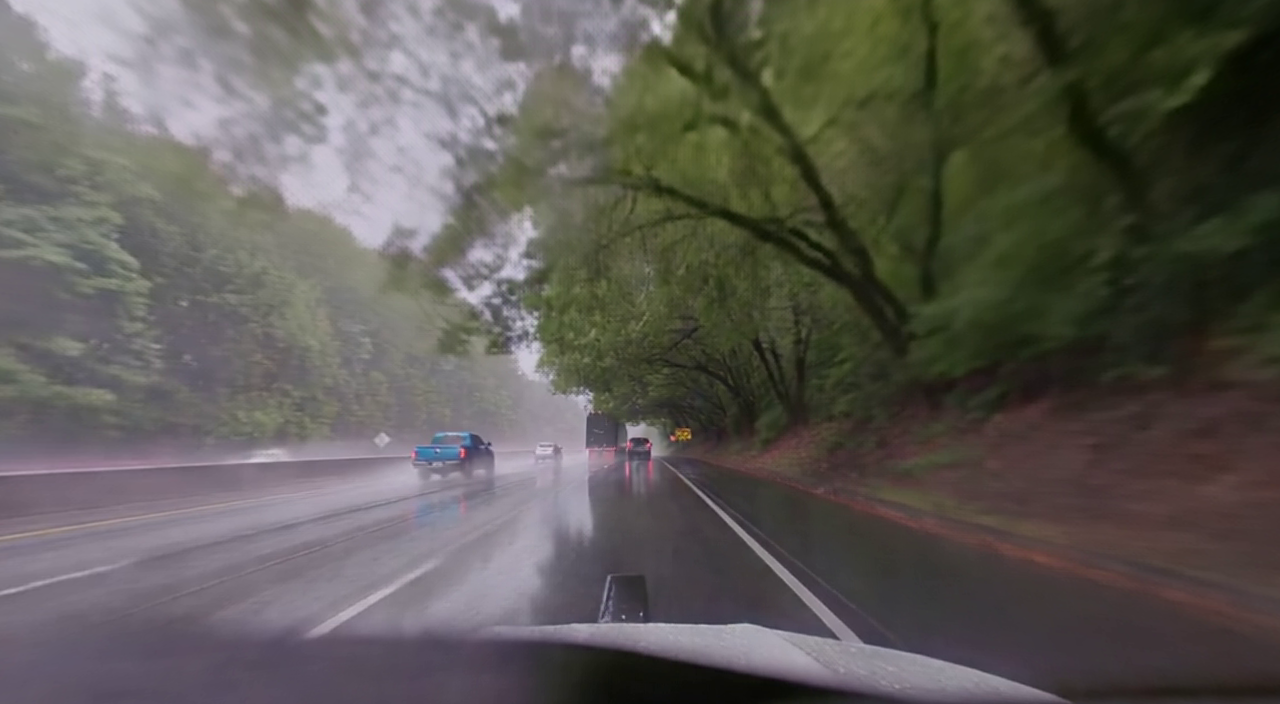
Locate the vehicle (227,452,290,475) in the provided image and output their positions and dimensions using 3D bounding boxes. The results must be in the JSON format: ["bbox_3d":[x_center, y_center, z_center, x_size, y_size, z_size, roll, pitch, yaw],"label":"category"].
[{"bbox_3d":[-29.673,8.687,49.230,1.963,1.610,4.674,0,-8,0],"label":"vehicle"}]

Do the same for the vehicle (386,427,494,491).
[{"bbox_3d":[-6.533,3.543,21.247,2.149,1.884,4.627,0,-8,-1],"label":"vehicle"}]

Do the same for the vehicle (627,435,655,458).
[{"bbox_3d":[0.069,7.189,48.043,2.072,1.630,4.529,0,-8,0],"label":"vehicle"}]
